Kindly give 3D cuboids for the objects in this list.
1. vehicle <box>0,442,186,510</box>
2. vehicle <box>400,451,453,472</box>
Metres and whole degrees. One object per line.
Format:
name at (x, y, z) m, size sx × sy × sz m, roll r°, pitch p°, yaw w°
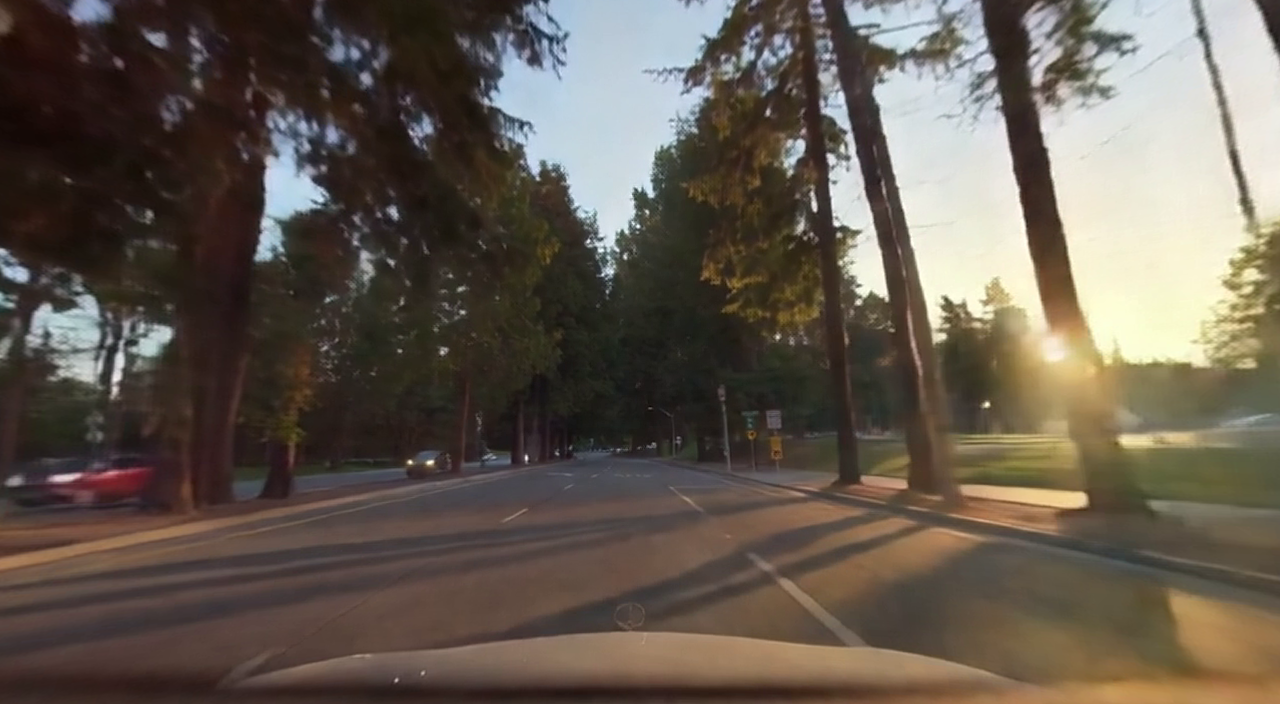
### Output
vehicle at (-17.160, 3.788, 19.747) m, size 2.064 × 1.844 × 4.845 m, roll -1°, pitch -9°, yaw 3°
vehicle at (-16.289, 8.395, 48.349) m, size 2.200 × 1.496 × 4.809 m, roll -1°, pitch -9°, yaw 2°
